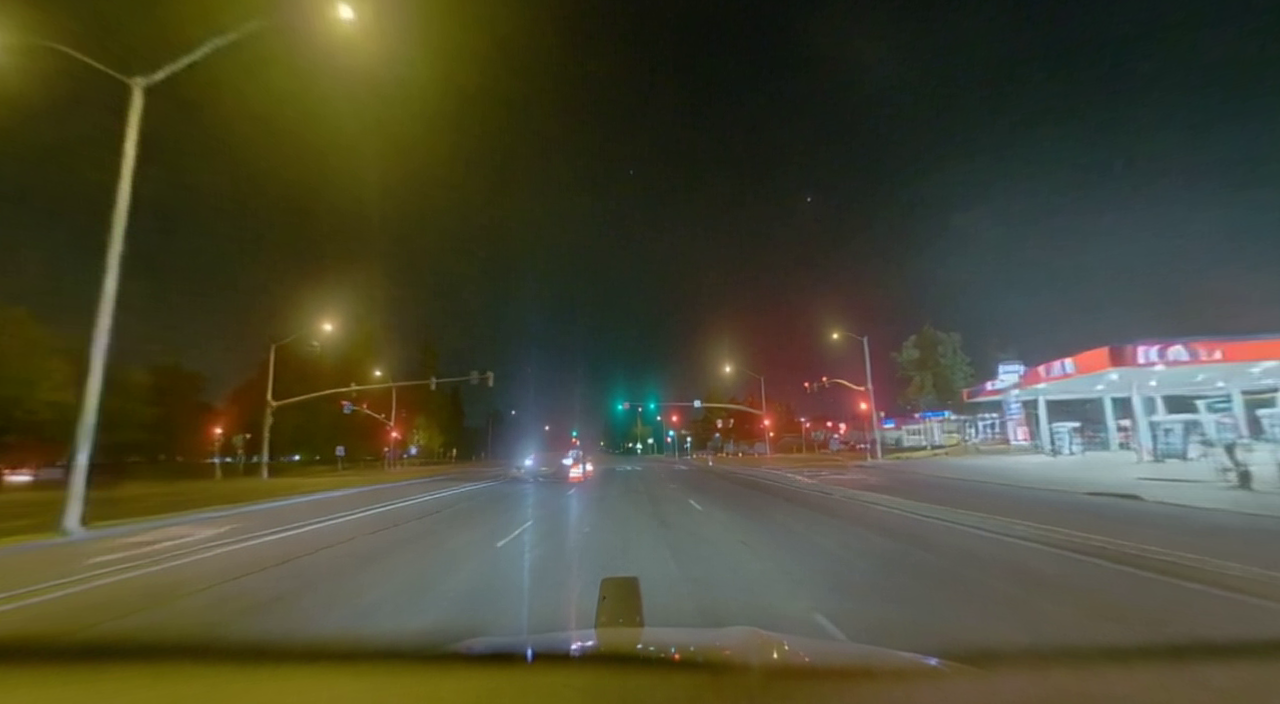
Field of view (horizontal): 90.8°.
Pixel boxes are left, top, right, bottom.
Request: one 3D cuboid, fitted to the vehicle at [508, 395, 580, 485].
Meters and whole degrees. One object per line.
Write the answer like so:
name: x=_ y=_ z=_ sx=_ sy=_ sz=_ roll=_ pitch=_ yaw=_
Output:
vehicle: x=-4.067 y=3.747 z=27.225 sx=2.637 sy=3.576 sz=3.006 roll=-2 pitch=-7 yaw=-1
